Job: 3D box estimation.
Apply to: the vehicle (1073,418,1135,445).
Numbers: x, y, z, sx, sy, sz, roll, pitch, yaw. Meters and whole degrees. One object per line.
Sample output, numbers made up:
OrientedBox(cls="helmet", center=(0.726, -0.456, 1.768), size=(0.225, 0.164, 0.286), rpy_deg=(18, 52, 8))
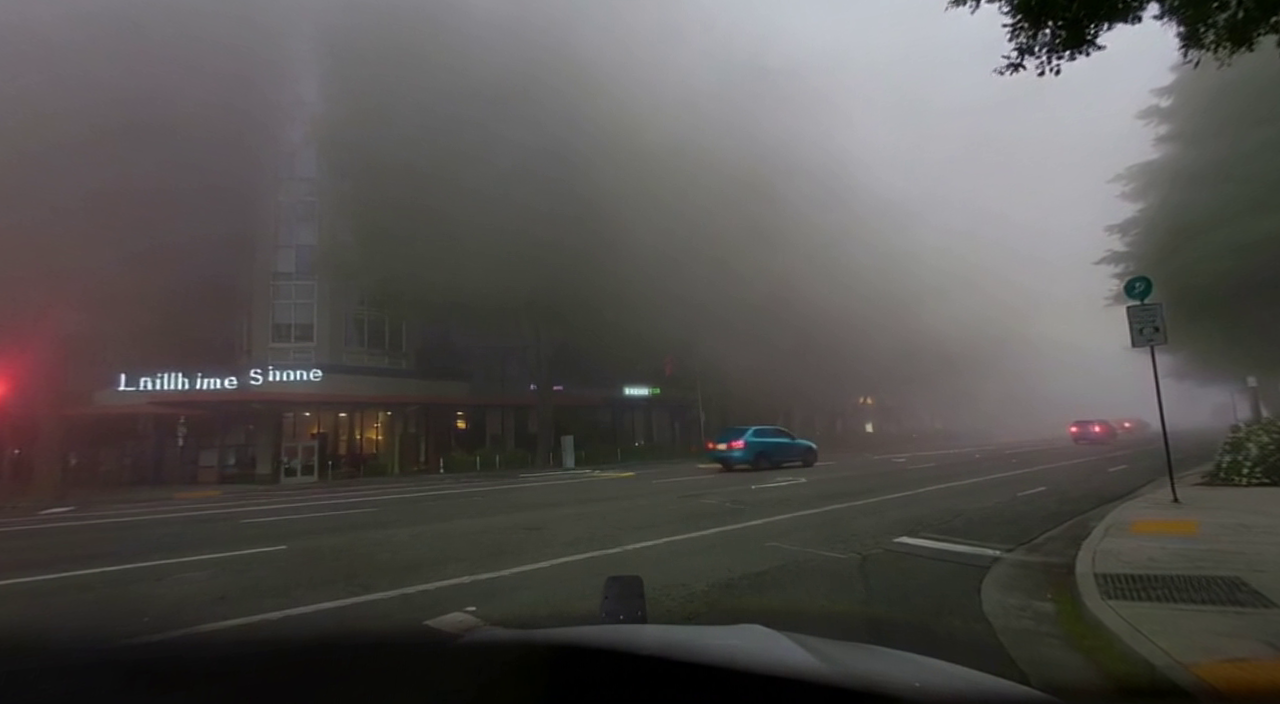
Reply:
OrientedBox(cls="vehicle", center=(28.140, 4.883, 38.281), size=(4.182, 1.536, 1.885), rpy_deg=(7, -11, -38))

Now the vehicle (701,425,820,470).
OrientedBox(cls="vehicle", center=(4.409, 3.427, 22.682), size=(4.415, 1.464, 1.890), rpy_deg=(8, -12, -42))
